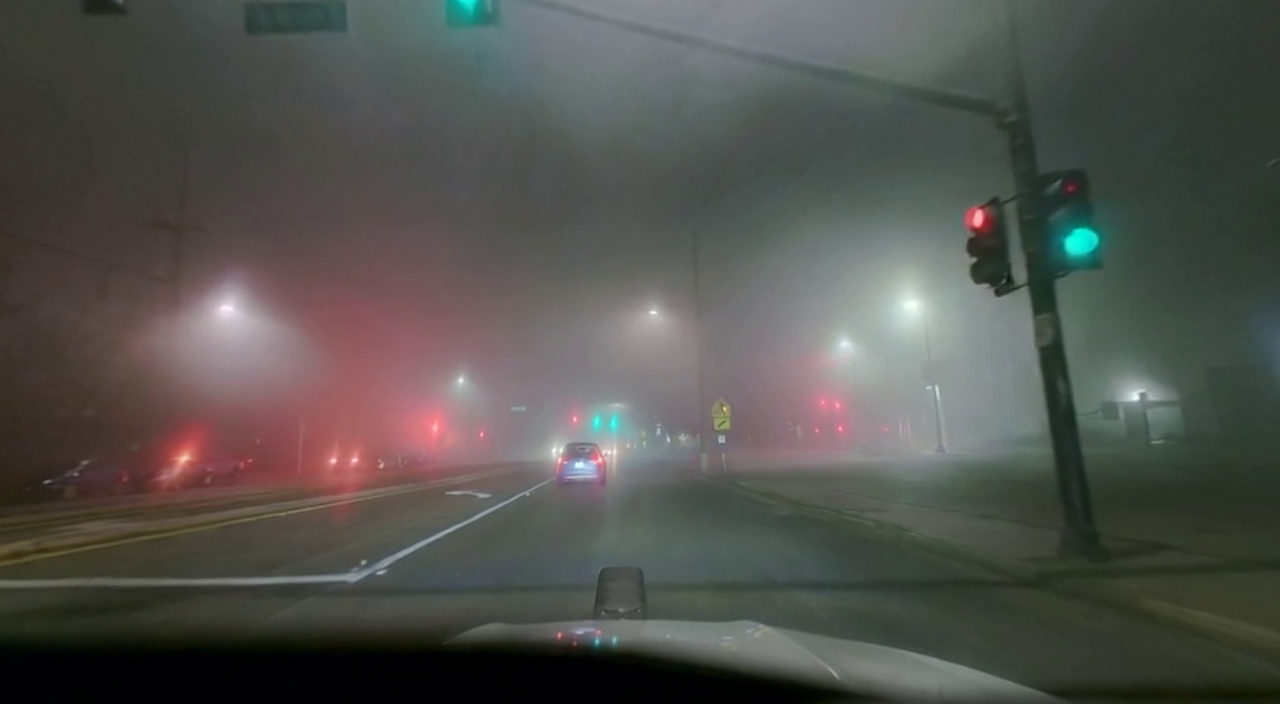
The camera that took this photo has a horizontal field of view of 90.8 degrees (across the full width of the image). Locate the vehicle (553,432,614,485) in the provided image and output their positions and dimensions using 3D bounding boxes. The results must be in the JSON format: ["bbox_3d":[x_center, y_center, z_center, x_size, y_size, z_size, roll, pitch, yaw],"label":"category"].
[{"bbox_3d":[-2.017,3.912,23.514,2.022,1.757,4.041,0,-8,-3],"label":"vehicle"}]

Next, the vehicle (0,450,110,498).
[{"bbox_3d":[-25.871,5.269,27.168,4.508,1.776,1.932,-3,-7,3],"label":"vehicle"}]

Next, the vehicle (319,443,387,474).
[{"bbox_3d":[-21.365,7.944,47.456,2.369,2.159,6.388,0,-8,-3],"label":"vehicle"}]

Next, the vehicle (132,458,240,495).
[{"bbox_3d":[-20.391,5.594,28.615,1.786,1.439,4.312,0,-8,-2],"label":"vehicle"}]
